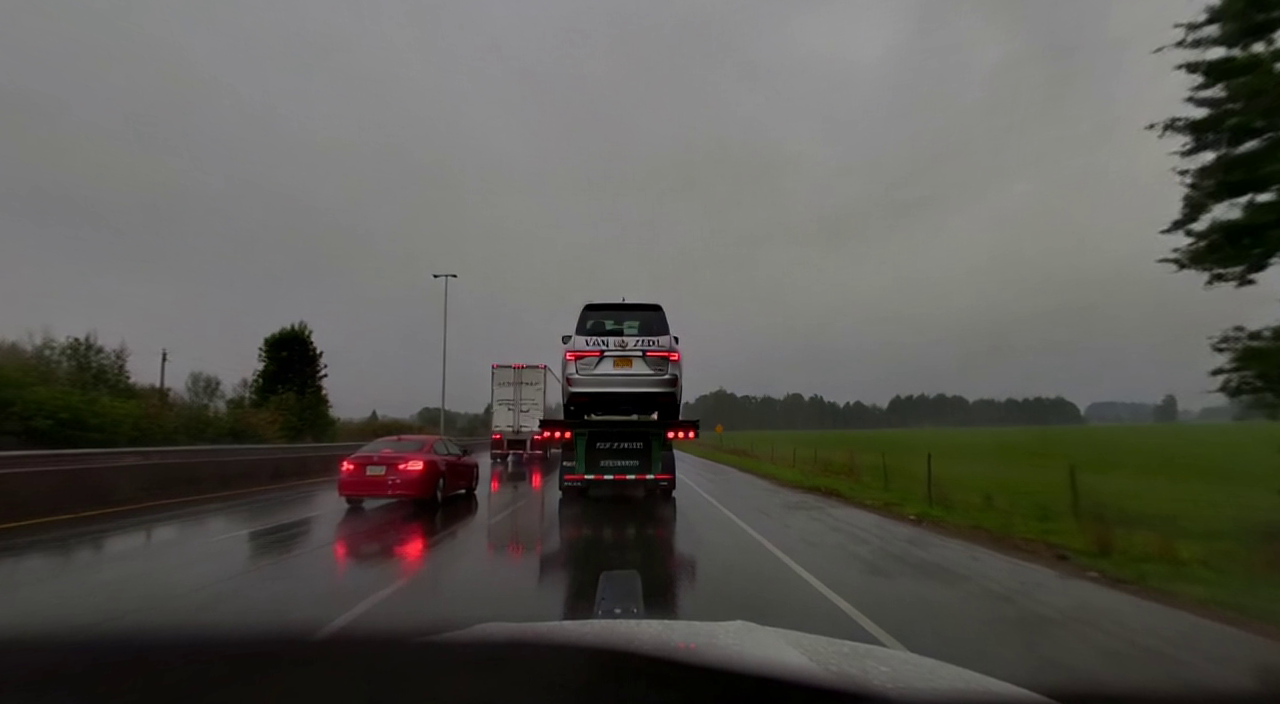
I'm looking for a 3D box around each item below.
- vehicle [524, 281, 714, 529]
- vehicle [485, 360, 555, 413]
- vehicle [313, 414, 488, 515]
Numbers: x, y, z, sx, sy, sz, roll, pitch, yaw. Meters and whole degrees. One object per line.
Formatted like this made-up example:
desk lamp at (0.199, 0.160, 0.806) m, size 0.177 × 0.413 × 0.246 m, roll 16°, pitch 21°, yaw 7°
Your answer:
vehicle at (-0.466, 1.334, 13.868) m, size 2.738 × 3.628 × 9.223 m, roll 0°, pitch -7°, yaw -2°
vehicle at (-4.715, 1.484, 25.398) m, size 2.118 × 1.799 × 4.591 m, roll 0°, pitch -7°, yaw -3°
vehicle at (-4.539, 2.180, 12.780) m, size 1.914 × 1.675 × 4.331 m, roll 0°, pitch -7°, yaw -1°
